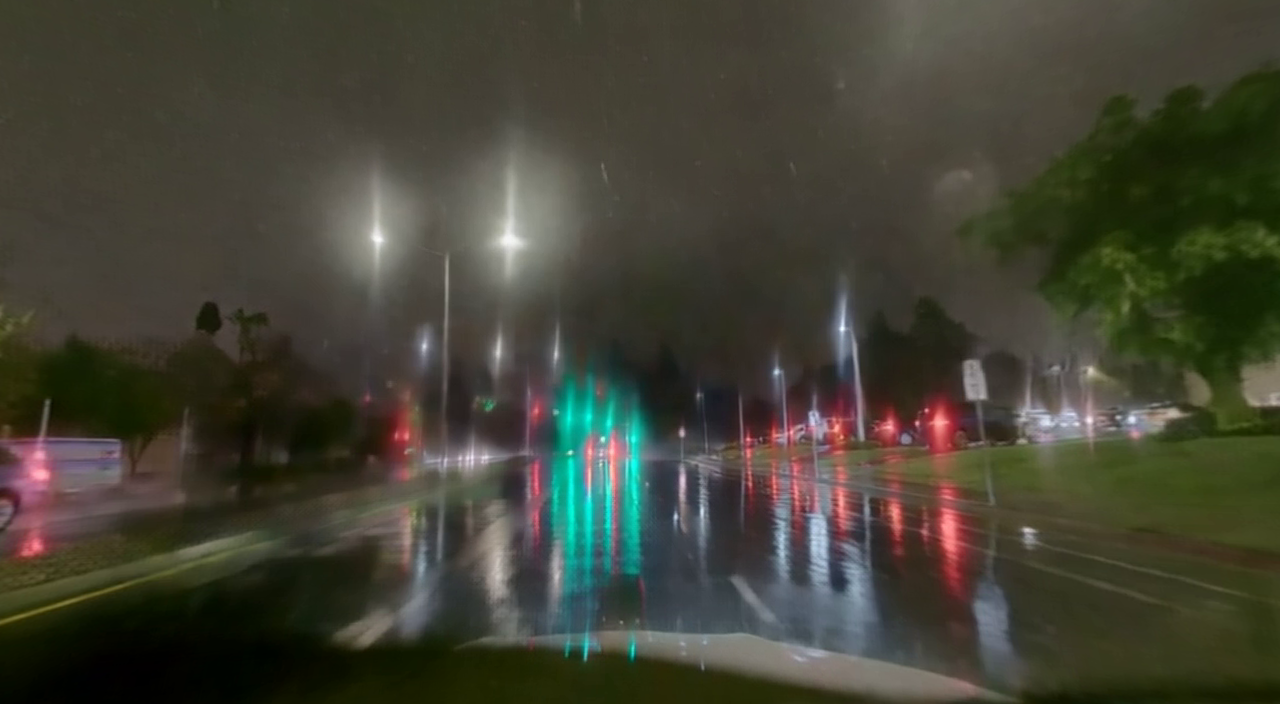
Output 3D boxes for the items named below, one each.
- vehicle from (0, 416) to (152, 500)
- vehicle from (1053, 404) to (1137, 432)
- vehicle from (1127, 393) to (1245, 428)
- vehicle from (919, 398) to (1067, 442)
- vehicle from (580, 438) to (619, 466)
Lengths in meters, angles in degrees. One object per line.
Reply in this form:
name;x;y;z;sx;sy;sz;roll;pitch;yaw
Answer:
vehicle;-30.174;5.431;32.940;3.377;3.796;8.315;0;-8;-6
vehicle;29.084;4.281;40.605;1.900;1.570;4.438;0;-8;-3
vehicle;29.414;3.232;34.262;2.175;1.626;4.598;0;-8;-2
vehicle;14.551;2.858;26.219;4.851;1.737;2.189;1;-8;-6
vehicle;-2.570;6.208;39.332;2.197;1.642;4.312;1;-8;-6
